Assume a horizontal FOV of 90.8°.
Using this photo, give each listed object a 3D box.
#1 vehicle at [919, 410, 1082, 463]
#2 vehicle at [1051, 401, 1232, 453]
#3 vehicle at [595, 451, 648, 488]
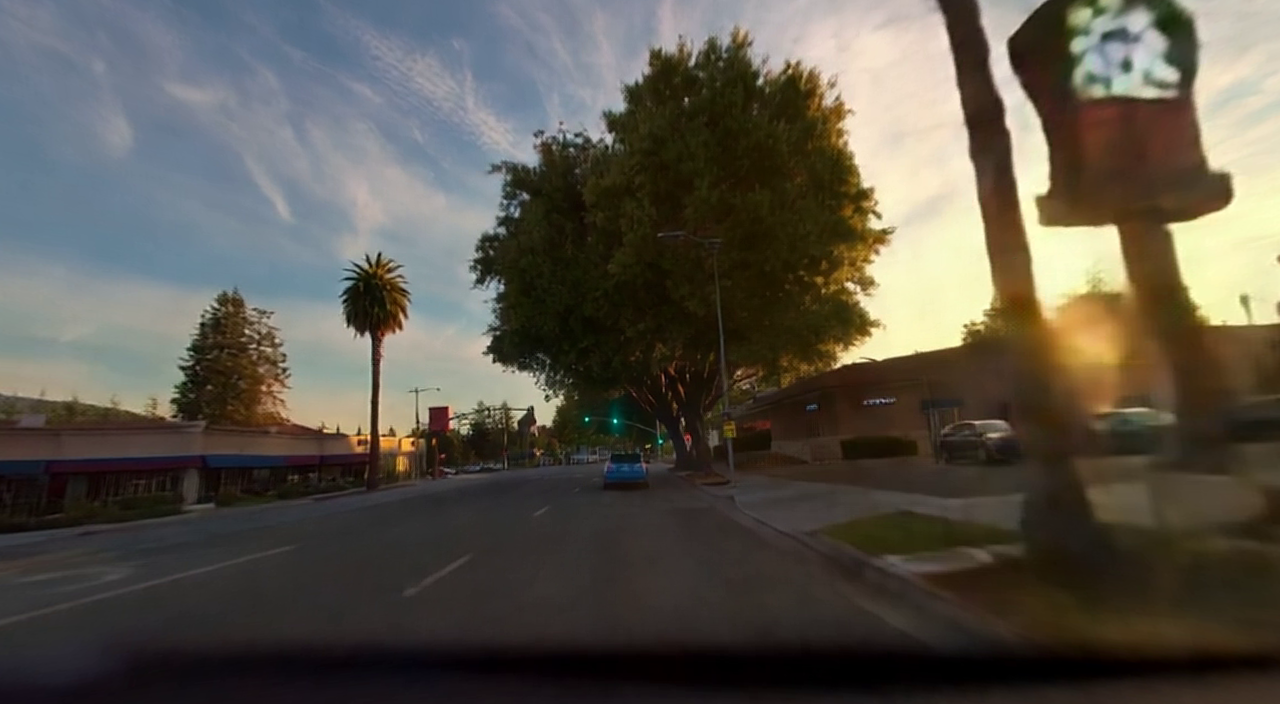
[{"bbox_3d":[12.571,3.074,22.360,1.873,1.657,4.557,5,-11,-30],"label":"vehicle"},{"bbox_3d":[17.815,2.789,22.714,1.856,1.665,4.574,5,-11,-32],"label":"vehicle"},{"bbox_3d":[-0.788,5.183,28.142,2.156,1.462,4.495,0,-9,-1],"label":"vehicle"}]
